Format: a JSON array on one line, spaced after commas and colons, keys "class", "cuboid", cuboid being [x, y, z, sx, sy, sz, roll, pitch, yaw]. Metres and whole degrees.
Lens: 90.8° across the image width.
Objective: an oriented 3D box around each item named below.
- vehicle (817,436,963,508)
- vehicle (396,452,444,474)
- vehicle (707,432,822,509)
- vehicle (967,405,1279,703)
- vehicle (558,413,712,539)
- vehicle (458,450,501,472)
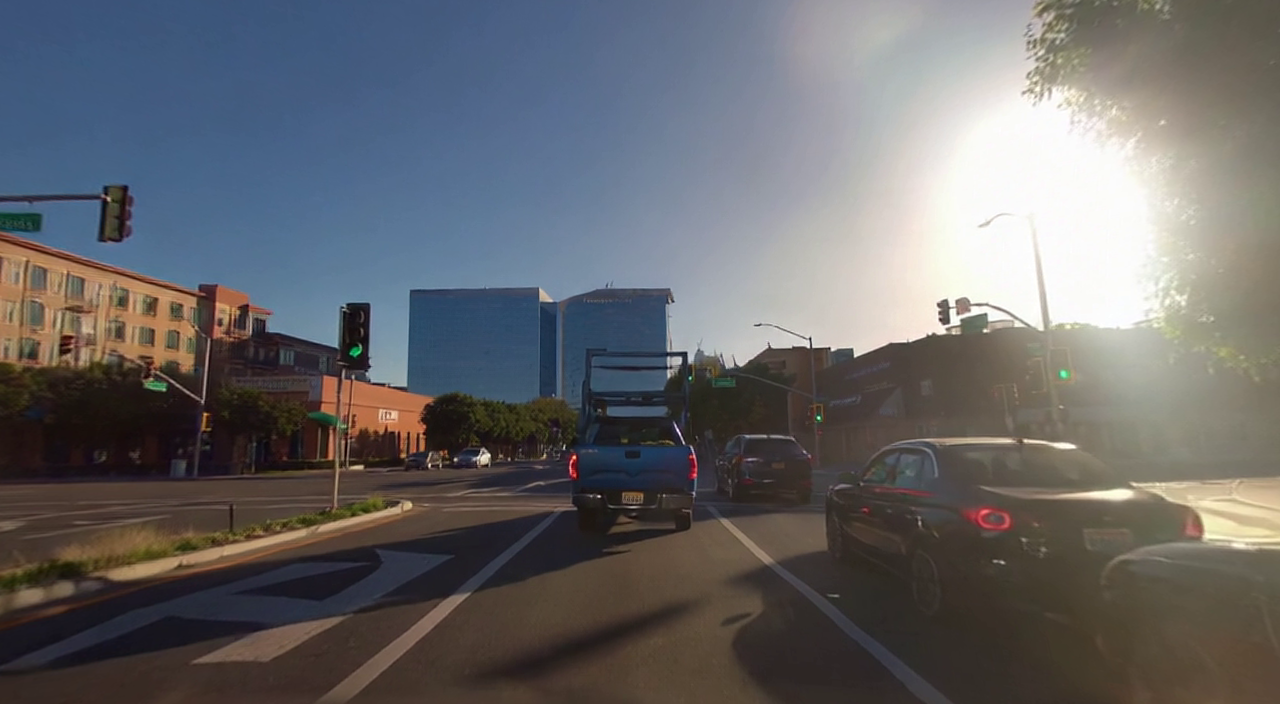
[{"class": "vehicle", "cuboid": [6.459, 3.126, 16.948, 2.002, 1.651, 4.305, 0, -8, -2]}, {"class": "vehicle", "cuboid": [-15.844, 8.007, 45.794, 1.915, 1.491, 4.347, 0, -8, 0]}, {"class": "vehicle", "cuboid": [3.118, 3.058, 16.859, 2.013, 1.742, 4.424, 0, -8, -2]}, {"class": "vehicle", "cuboid": [3.239, 0.887, 1.970, 2.057, 1.463, 4.365, 0, -8, 0]}, {"class": "vehicle", "cuboid": [-0.157, 2.221, 11.979, 2.344, 1.883, 4.572, 0, -8, -2]}, {"class": "vehicle", "cuboid": [-11.785, 8.041, 46.658, 1.989, 1.459, 4.667, 0, -8, 0]}]
